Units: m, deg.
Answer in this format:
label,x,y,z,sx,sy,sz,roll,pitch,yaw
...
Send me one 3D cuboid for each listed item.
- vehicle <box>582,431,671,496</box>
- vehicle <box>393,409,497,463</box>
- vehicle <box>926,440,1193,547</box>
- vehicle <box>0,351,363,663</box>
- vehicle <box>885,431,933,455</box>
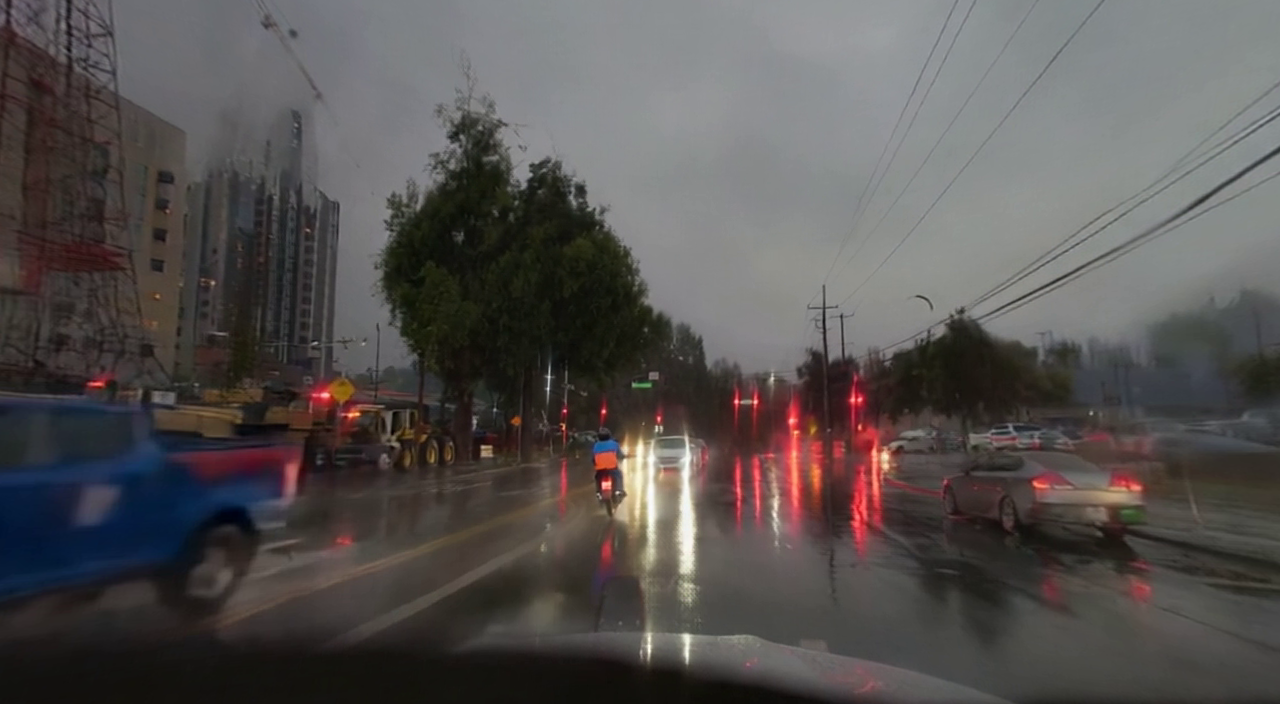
label,x,y,z,sx,sy,sz,roll,pitch,yaw
vehicle,-0.243,3.115,17.964,1.925,1.602,4.090,-1,-8,7
vehicle,-12.656,5.466,42.491,2.970,2.938,11.622,-3,-6,2
vehicle,6.909,2.322,11.180,1.973,1.457,4.522,-1,-8,6
vehicle,-4.968,1.158,5.232,2.222,1.911,5.988,-1,-8,5
vehicle,20.402,6.907,48.032,1.918,1.732,4.650,-1,-8,5
